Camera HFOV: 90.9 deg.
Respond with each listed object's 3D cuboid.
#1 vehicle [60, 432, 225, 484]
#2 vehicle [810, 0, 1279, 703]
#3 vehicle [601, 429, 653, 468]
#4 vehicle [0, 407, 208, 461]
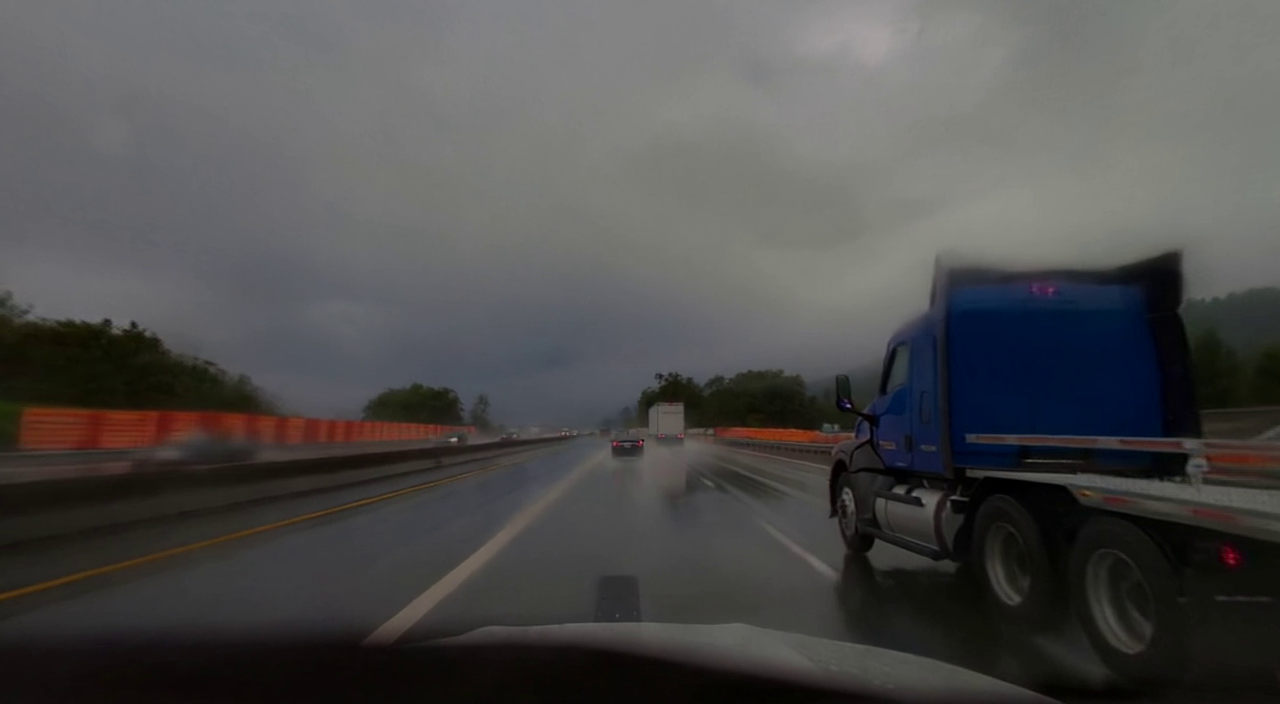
[{"bbox_3d":[-15.424,3.266,19.877,1.845,1.459,4.153,0,-8,-1],"label":"vehicle"},{"bbox_3d":[3.580,-0.112,1.757,2.919,3.634,10.888,0,-8,-1],"label":"vehicle"},{"bbox_3d":[-0.519,3.856,25.447,1.929,1.469,3.677,0,-8,-1],"label":"vehicle"},{"bbox_3d":[-40.613,6.059,49.126,2.834,3.320,15.990,-2,-5,0],"label":"vehicle"}]
